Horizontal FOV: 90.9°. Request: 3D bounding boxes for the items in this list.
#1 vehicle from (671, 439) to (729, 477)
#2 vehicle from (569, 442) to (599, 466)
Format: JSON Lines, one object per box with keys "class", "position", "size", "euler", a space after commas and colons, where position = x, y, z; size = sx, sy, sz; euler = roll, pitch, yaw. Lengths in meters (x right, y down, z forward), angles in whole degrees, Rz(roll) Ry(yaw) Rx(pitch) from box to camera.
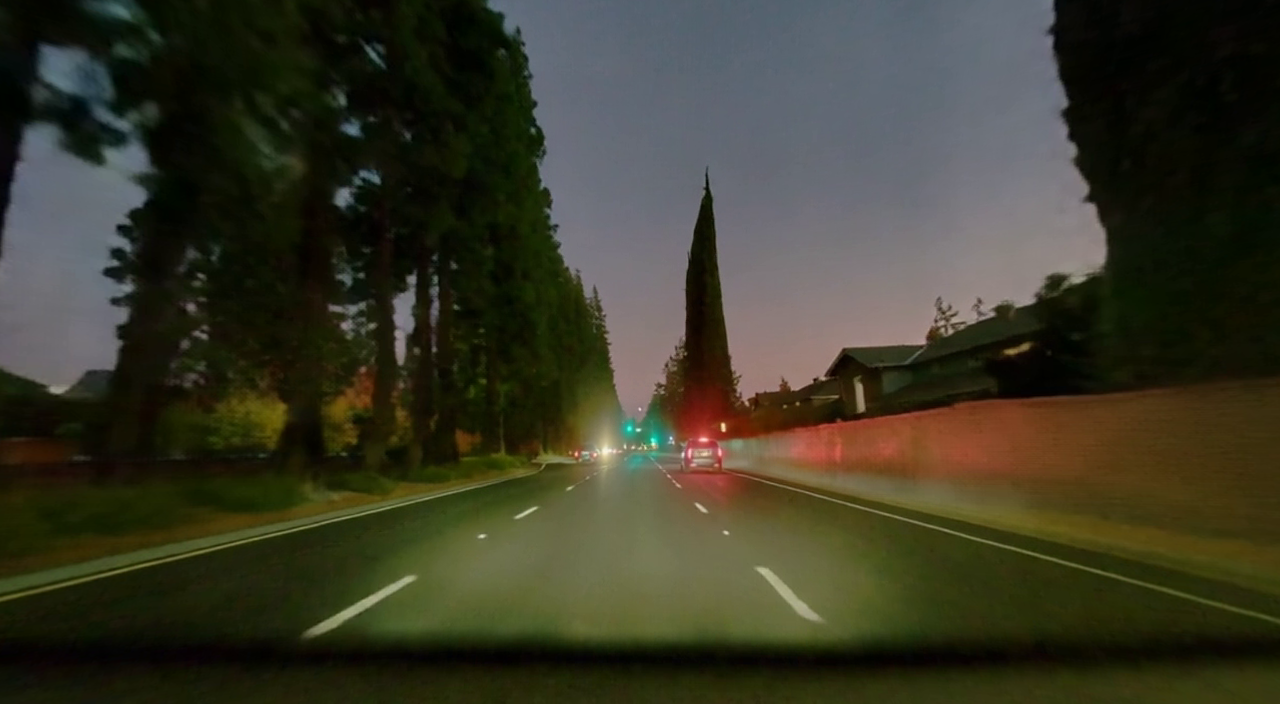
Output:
{"class": "vehicle", "position": [2.821, 5.110, 30.744], "size": [2.321, 1.695, 5.037], "euler": [0, -8, 0]}
{"class": "vehicle", "position": [-4.385, 8.038, 49.983], "size": [2.002, 1.747, 4.728], "euler": [0, -8, -1]}
